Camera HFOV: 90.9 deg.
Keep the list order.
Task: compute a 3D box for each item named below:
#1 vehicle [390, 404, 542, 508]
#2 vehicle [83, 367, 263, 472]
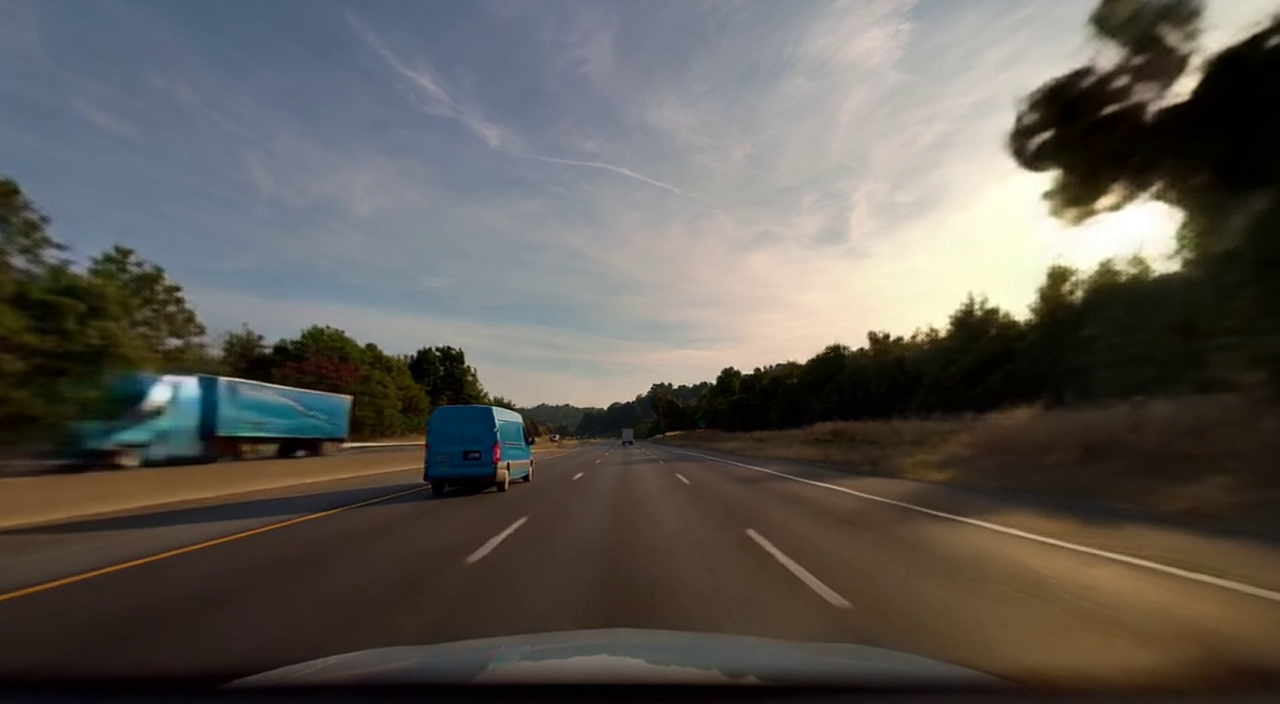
[{"bbox_3d":[-3.781,2.349,14.744,2.297,2.011,4.736,0,-8,-2],"label":"vehicle"},{"bbox_3d":[-19.955,3.010,27.532,3.062,4.064,6.154,0,-7,-1],"label":"vehicle"}]
